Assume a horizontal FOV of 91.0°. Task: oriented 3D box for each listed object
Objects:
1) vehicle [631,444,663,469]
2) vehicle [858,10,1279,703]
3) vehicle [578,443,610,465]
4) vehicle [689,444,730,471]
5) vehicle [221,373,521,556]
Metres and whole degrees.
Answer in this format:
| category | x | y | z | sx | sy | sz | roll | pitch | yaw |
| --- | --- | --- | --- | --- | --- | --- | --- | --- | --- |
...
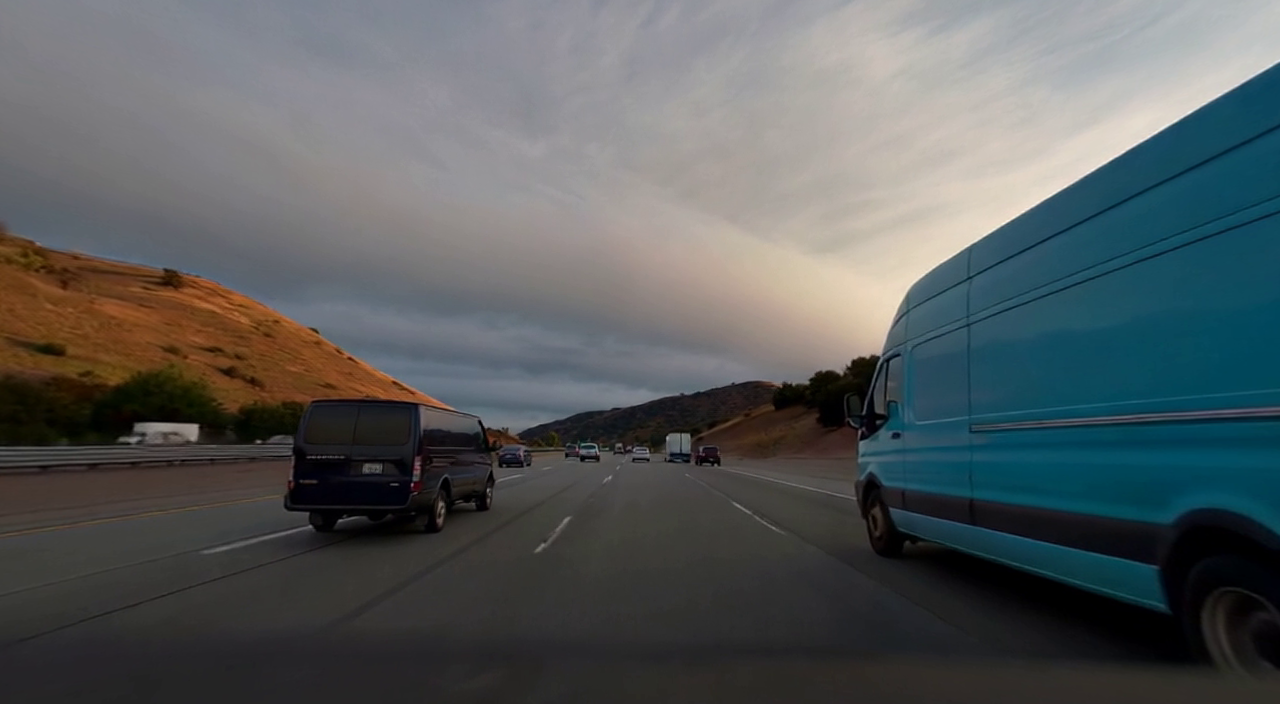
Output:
| category | x | y | z | sx | sy | sz | roll | pitch | yaw |
| --- | --- | --- | --- | --- | --- | --- | --- | --- | --- |
| vehicle | 0.453 | 6.988 | 42.304 | 2.014 | 1.543 | 3.804 | 0 | -9 | 0 |
| vehicle | 4.236 | 0.407 | 4.578 | 2.764 | 3.260 | 7.019 | 0 | -9 | 0 |
| vehicle | -3.472 | 7.825 | 48.311 | 2.138 | 1.581 | 4.340 | 0 | -9 | 0 |
| vehicle | 4.305 | 6.572 | 39.474 | 2.051 | 1.598 | 4.145 | 0 | -9 | -1 |
| vehicle | -3.808 | 1.800 | 10.593 | 2.421 | 2.203 | 5.775 | 0 | -9 | 1 |
